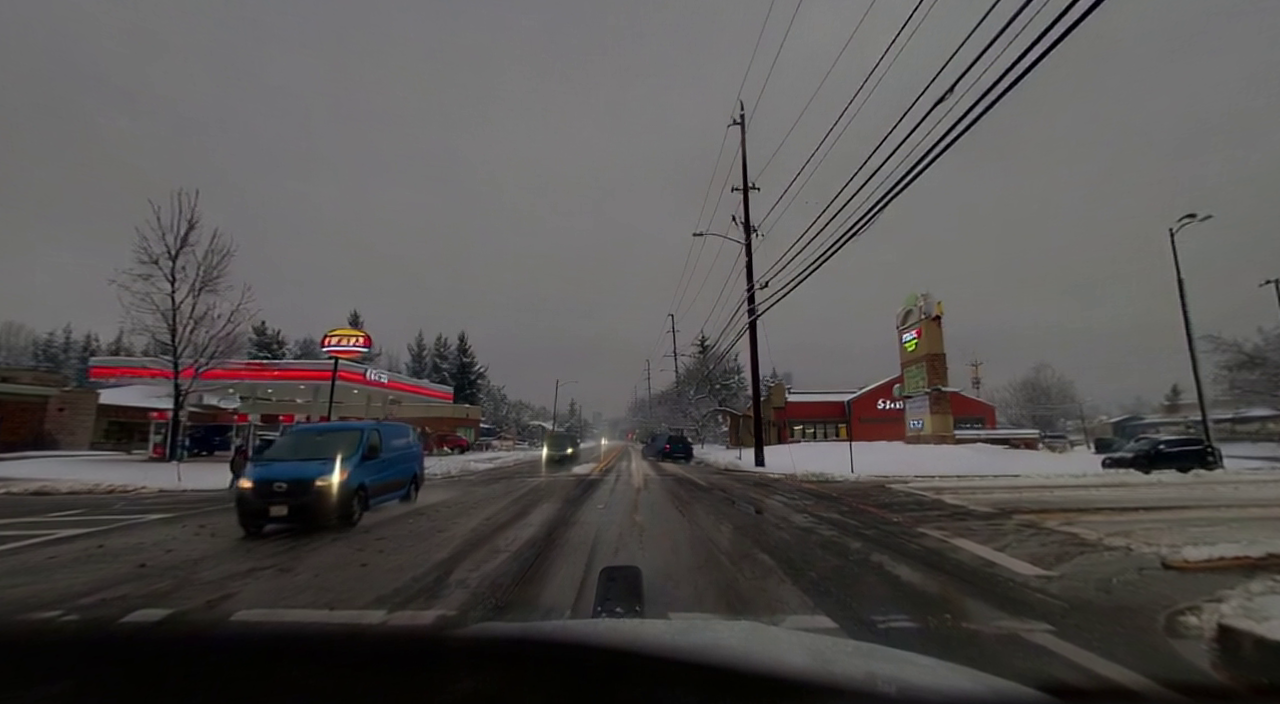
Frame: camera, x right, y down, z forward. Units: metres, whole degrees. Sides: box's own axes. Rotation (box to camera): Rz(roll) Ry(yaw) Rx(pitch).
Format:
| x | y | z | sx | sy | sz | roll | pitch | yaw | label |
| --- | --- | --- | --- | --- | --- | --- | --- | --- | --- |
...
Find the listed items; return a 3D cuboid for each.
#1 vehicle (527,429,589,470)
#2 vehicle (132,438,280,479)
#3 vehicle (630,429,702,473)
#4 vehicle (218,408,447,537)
| x | y | z | sx | sy | sz | roll | pitch | yaw | label |
| --- | --- | --- | --- | --- | --- | --- | --- | --- | --- |
| -3.942 | 4.835 | 31.324 | 2.274 | 1.844 | 4.843 | 0 | -9 | 1 | vehicle |
| -17.094 | 4.167 | 24.928 | 5.116 | 1.487 | 1.928 | -3 | -9 | 17 | vehicle |
| 0.989 | 4.160 | 26.683 | 2.000 | 1.663 | 4.271 | 2 | -9 | -13 | vehicle |
| -5.387 | 2.178 | 12.049 | 2.222 | 1.931 | 4.882 | 1 | -9 | -5 | vehicle |
